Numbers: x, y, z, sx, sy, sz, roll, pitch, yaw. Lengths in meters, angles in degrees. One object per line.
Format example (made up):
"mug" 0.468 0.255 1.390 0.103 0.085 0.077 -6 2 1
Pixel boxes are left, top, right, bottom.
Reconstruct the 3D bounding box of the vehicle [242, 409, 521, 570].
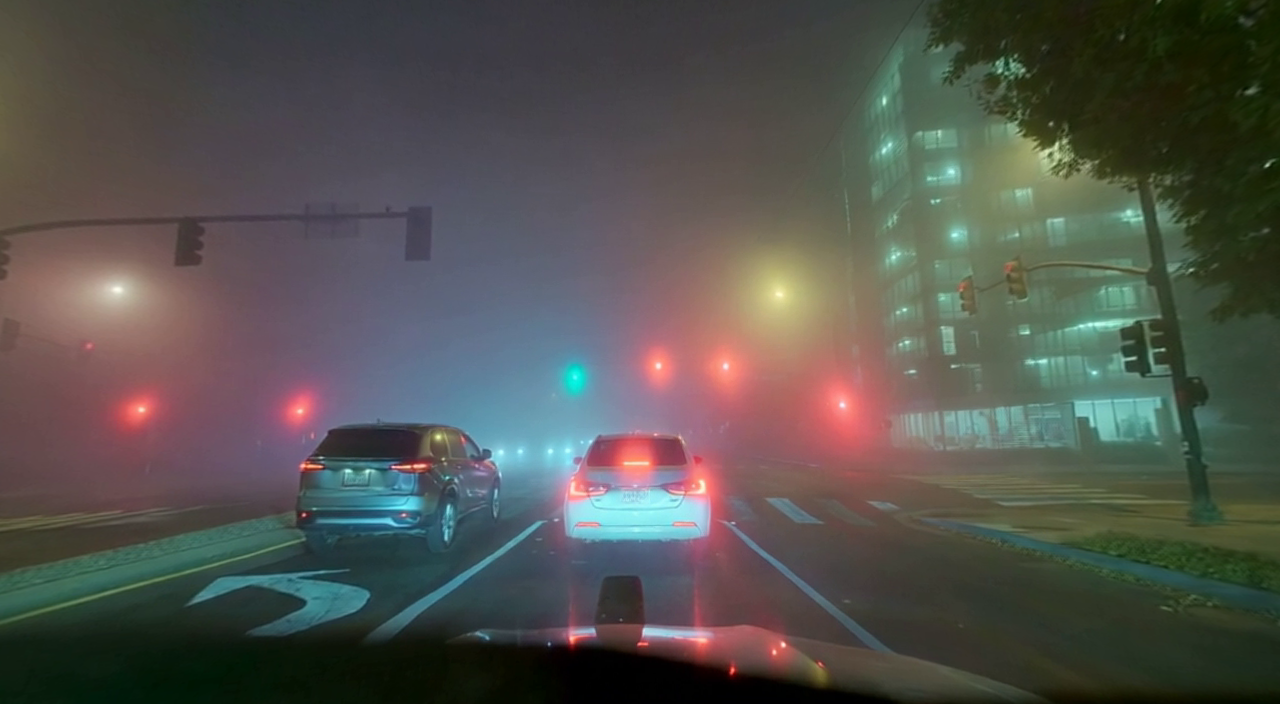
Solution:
"vehicle" -3.192 1.800 9.055 2.081 1.719 4.434 0 -8 0

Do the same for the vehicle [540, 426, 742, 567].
"vehicle" 0.008 1.863 8.884 2.190 1.522 3.850 0 -8 0
